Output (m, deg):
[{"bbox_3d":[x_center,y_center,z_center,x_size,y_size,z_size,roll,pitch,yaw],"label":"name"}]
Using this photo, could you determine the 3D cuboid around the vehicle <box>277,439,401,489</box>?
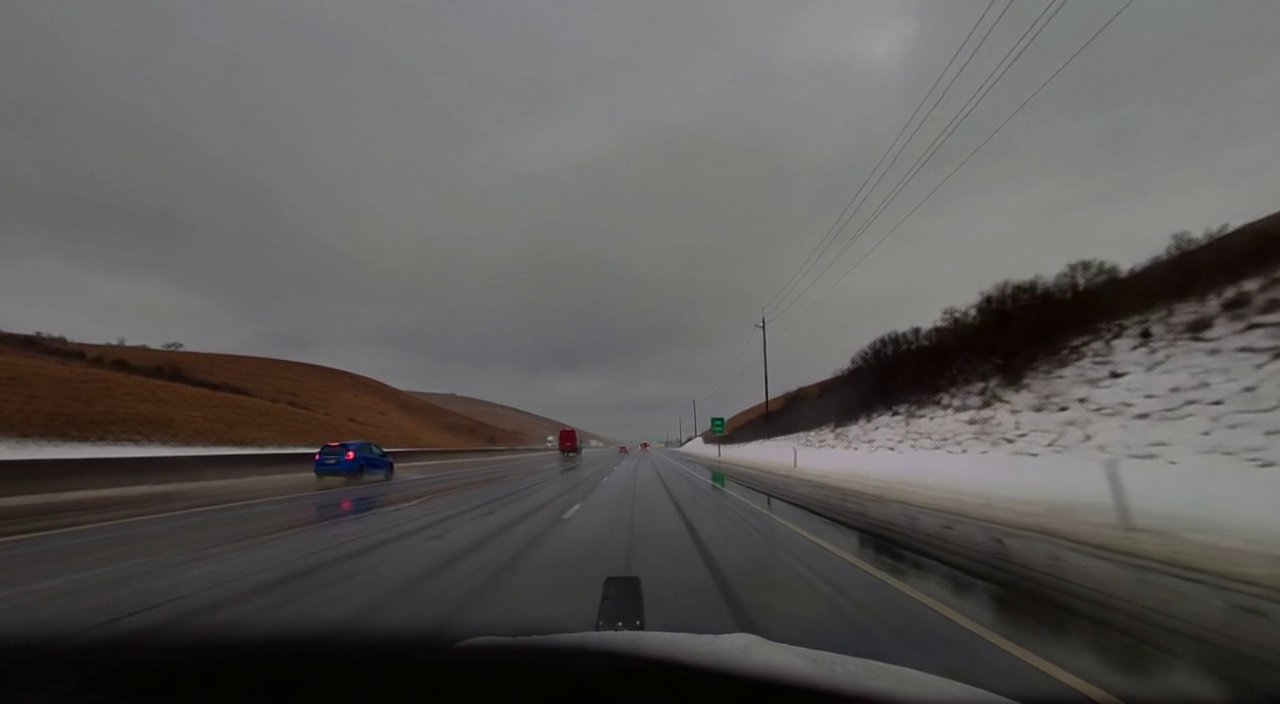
[{"bbox_3d":[-10.409,3.895,22.262,1.971,1.558,4.847,0,-9,0],"label":"vehicle"}]
